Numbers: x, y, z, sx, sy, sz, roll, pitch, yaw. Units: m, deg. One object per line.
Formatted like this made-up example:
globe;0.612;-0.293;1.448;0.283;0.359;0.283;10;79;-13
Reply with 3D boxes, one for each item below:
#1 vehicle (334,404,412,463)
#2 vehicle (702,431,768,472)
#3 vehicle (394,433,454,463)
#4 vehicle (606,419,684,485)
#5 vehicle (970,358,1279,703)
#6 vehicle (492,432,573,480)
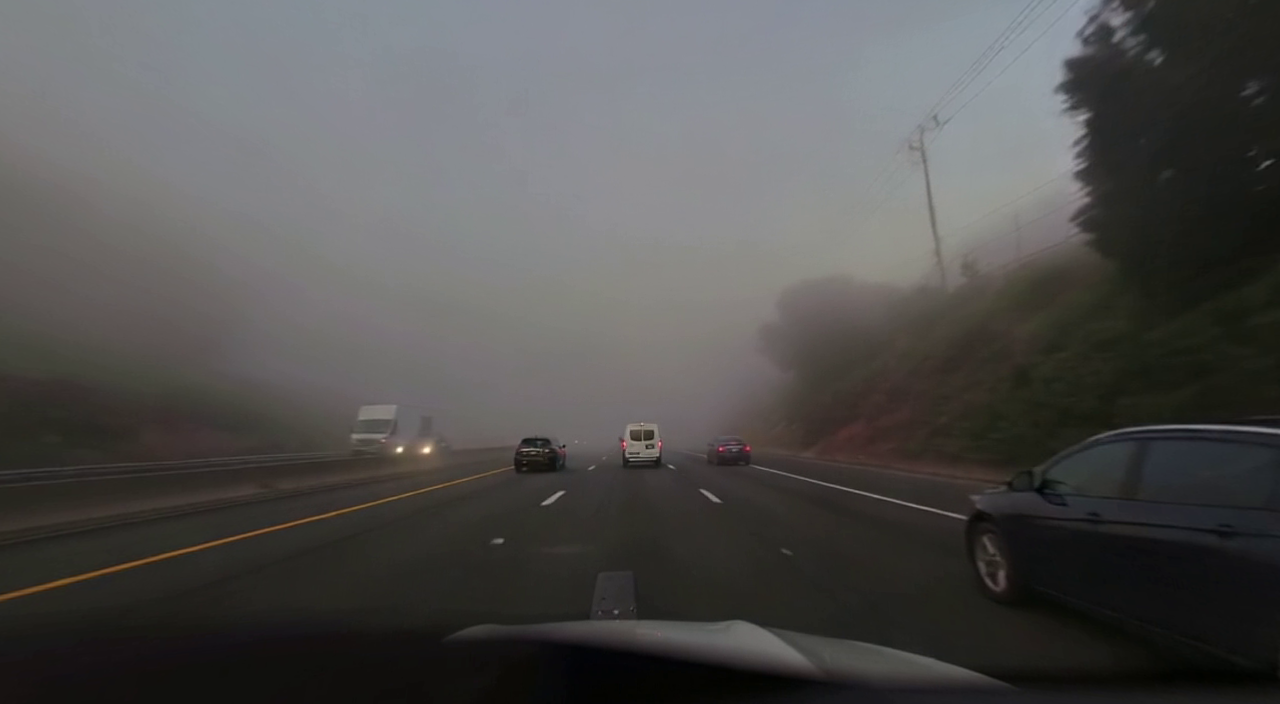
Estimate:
vehicle;-19.423;5.977;46.329;3.109;3.990;5.971;0;-8;-1
vehicle;3.890;4.147;26.706;1.923;1.562;4.691;0;-8;-2
vehicle;-12.008;5.340;35.401;1.885;1.554;4.280;0;-7;-1
vehicle;0.101;3.074;19.692;2.159;1.811;4.238;0;-7;-1
vehicle;3.648;0.910;3.110;2.038;1.621;3.622;0;-7;0
vehicle;-3.697;3.639;22.583;2.093;1.517;4.648;0;-7;0
